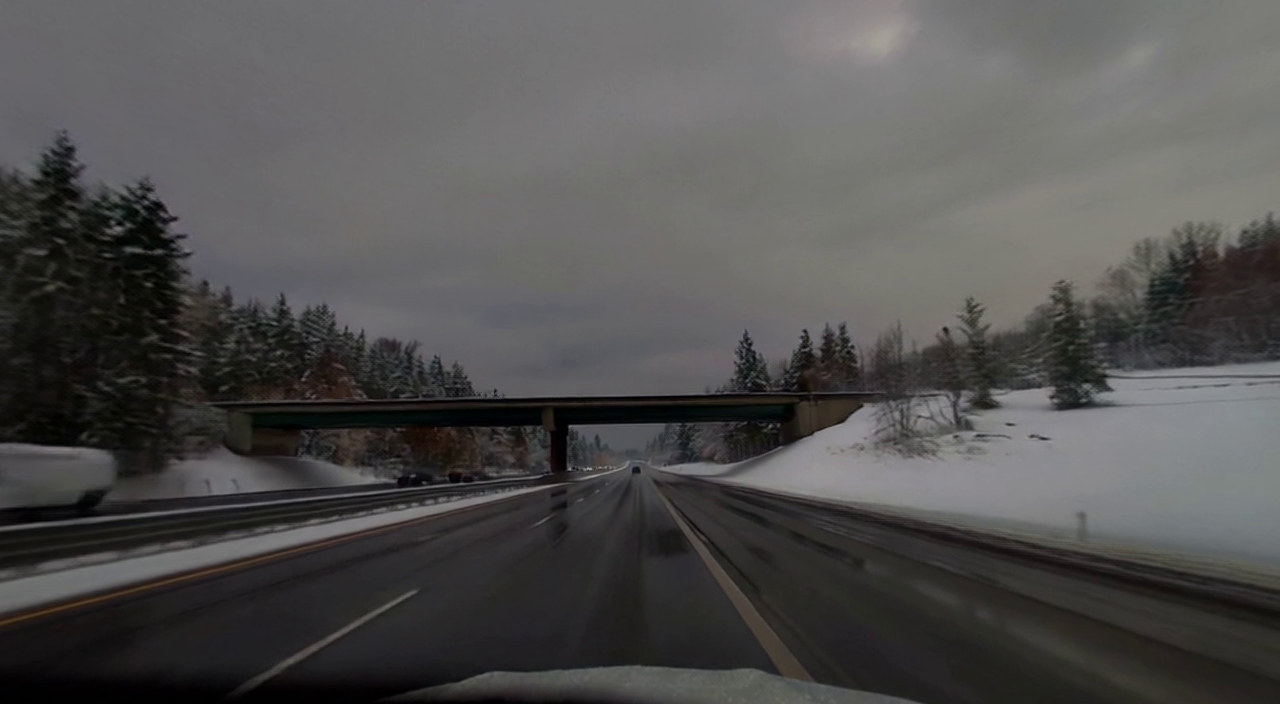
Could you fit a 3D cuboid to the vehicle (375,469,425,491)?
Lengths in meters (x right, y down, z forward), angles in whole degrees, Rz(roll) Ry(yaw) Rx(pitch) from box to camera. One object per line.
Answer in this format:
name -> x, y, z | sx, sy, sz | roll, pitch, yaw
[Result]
vehicle -> -17.143, 9.172, 45.251 | 1.877, 1.446, 4.240 | 1, -10, 0
